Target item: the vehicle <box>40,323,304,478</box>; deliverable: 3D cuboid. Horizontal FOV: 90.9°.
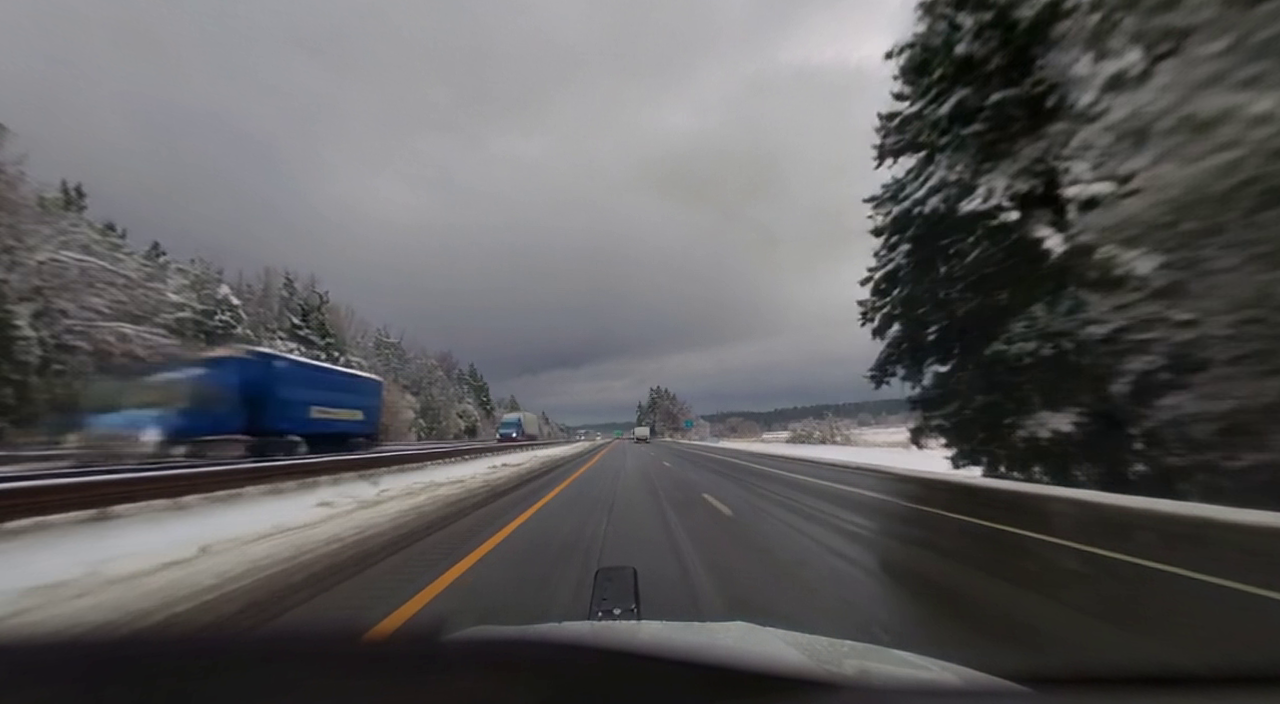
[{"bbox_3d":[-13.248,1.585,18.792,3.008,3.852,6.229,0,-8,-1],"label":"vehicle"}]
